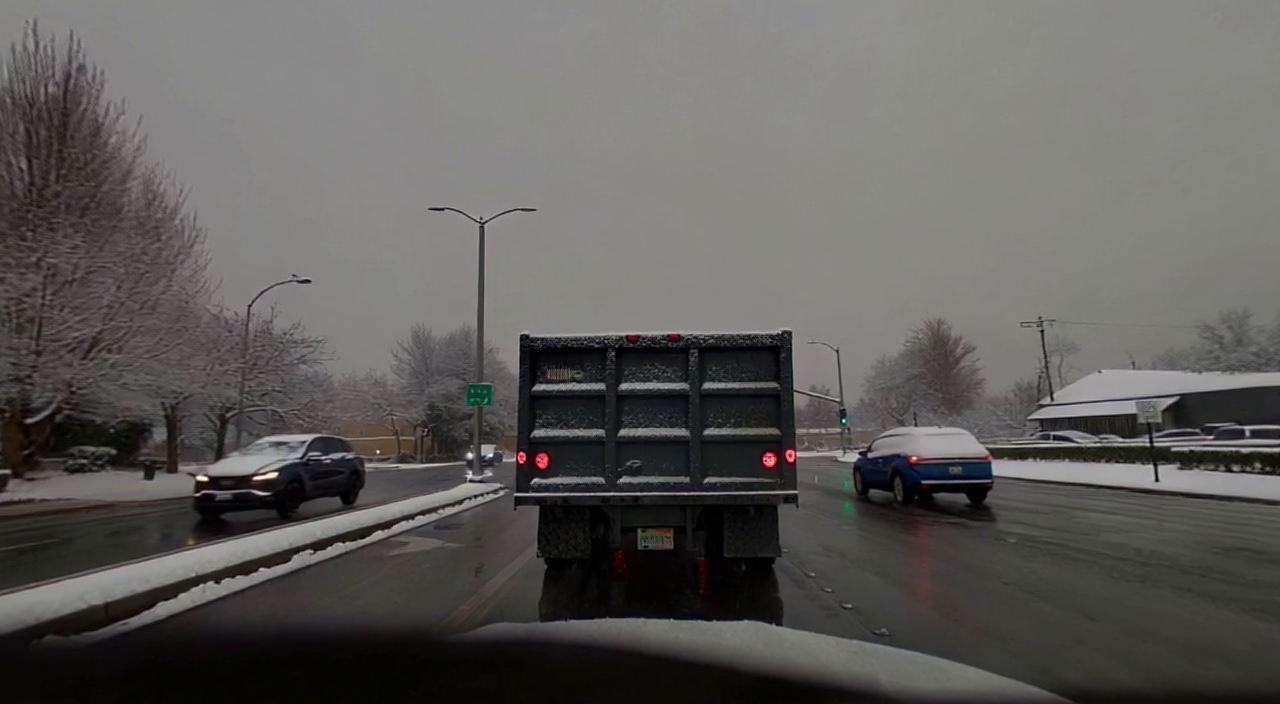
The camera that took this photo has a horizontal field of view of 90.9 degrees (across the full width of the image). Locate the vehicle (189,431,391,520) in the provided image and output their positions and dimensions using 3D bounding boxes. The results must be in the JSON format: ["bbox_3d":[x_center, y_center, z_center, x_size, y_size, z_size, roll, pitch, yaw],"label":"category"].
[{"bbox_3d":[-8.027,2.849,15.193,2.052,1.772,4.838,-1,-8,0],"label":"vehicle"}]

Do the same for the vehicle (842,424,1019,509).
[{"bbox_3d":[6.965,2.800,15.889,2.160,1.772,4.883,-1,-8,1],"label":"vehicle"}]

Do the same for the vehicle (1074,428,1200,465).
[{"bbox_3d":[23.112,4.390,29.435,4.171,1.614,1.894,-1,-8,1],"label":"vehicle"}]

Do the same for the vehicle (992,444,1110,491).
[{"bbox_3d":[14.300,4.009,22.207,1.702,1.475,3.670,-1,-8,1],"label":"vehicle"}]

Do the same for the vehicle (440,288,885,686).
[{"bbox_3d":[0.273,1.297,7.396,2.650,2.391,7.008,-1,-8,3],"label":"vehicle"}]
